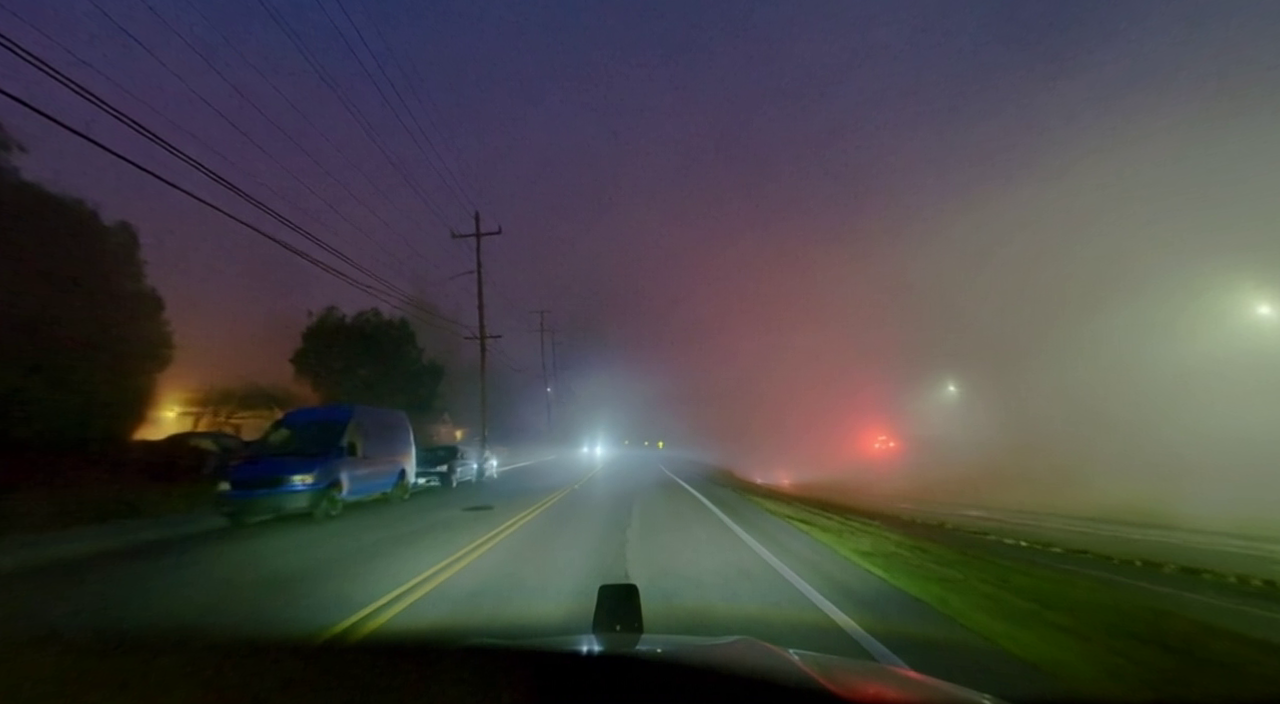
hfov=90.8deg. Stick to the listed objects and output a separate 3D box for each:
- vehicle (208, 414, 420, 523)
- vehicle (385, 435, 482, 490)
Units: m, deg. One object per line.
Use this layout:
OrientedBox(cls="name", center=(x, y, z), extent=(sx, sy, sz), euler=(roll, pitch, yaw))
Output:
OrientedBox(cls="vehicle", center=(-7.447, 2.710, 15.351), extent=(2.335, 2.136, 5.328), euler=(0, -8, -1))
OrientedBox(cls="vehicle", center=(-7.290, 3.977, 22.854), extent=(1.920, 1.681, 4.490), euler=(3, -9, 0))
